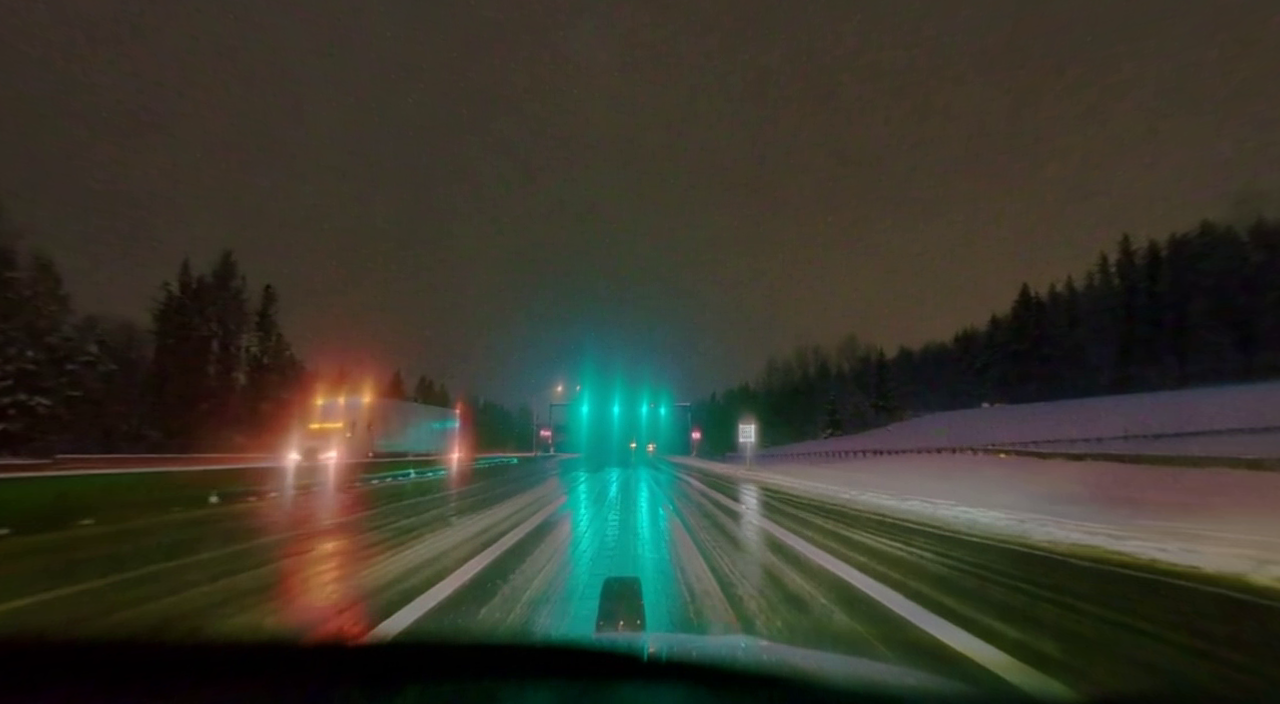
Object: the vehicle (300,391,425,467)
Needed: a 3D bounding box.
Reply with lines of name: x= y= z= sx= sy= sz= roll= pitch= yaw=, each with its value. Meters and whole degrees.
vehicle: x=-15.898 y=4.702 z=37.388 sx=2.962 sy=3.855 sz=10.399 roll=0 pitch=-9 yaw=-2
